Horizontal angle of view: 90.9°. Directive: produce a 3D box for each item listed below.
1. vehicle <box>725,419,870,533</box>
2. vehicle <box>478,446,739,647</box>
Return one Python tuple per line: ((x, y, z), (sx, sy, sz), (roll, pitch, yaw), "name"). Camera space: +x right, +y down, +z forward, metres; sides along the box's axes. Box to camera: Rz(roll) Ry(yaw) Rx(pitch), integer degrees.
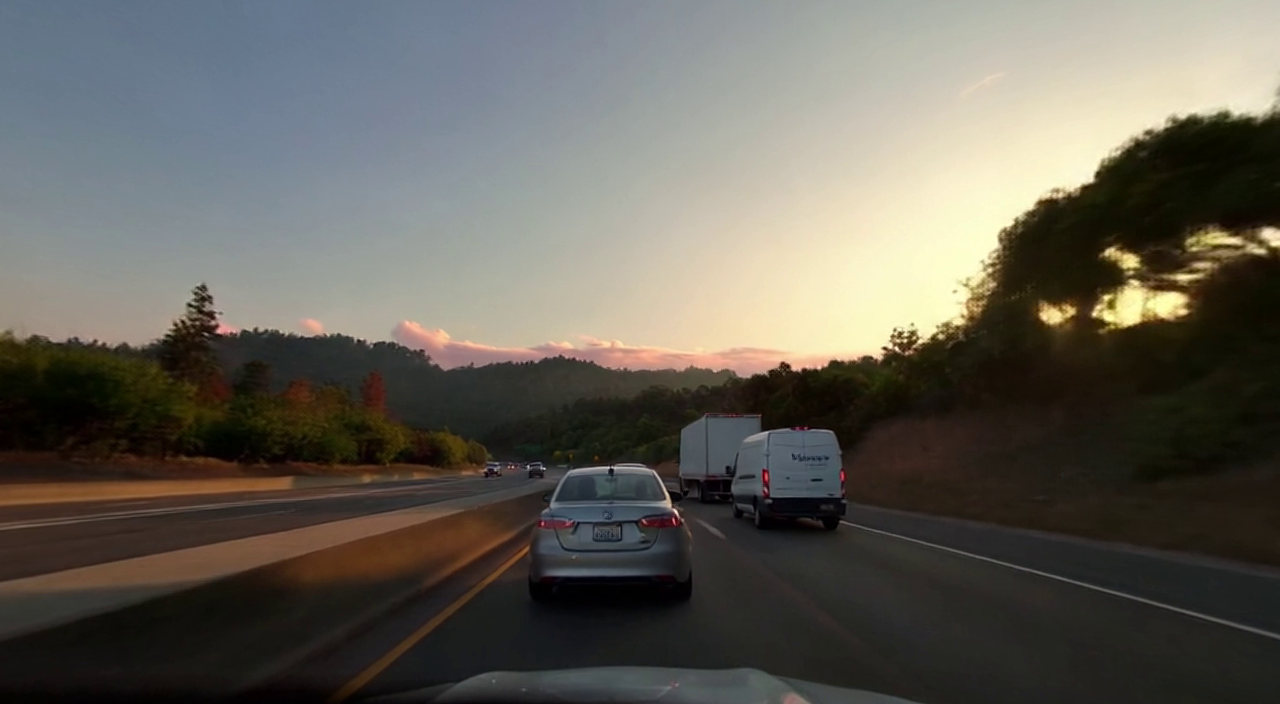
((3.934, 3.310, 17.017), (2.328, 2.537, 5.290), (1, -11, -2), "vehicle")
((-0.264, 1.813, 6.596), (1.980, 1.493, 3.410), (1, -11, -1), "vehicle")
